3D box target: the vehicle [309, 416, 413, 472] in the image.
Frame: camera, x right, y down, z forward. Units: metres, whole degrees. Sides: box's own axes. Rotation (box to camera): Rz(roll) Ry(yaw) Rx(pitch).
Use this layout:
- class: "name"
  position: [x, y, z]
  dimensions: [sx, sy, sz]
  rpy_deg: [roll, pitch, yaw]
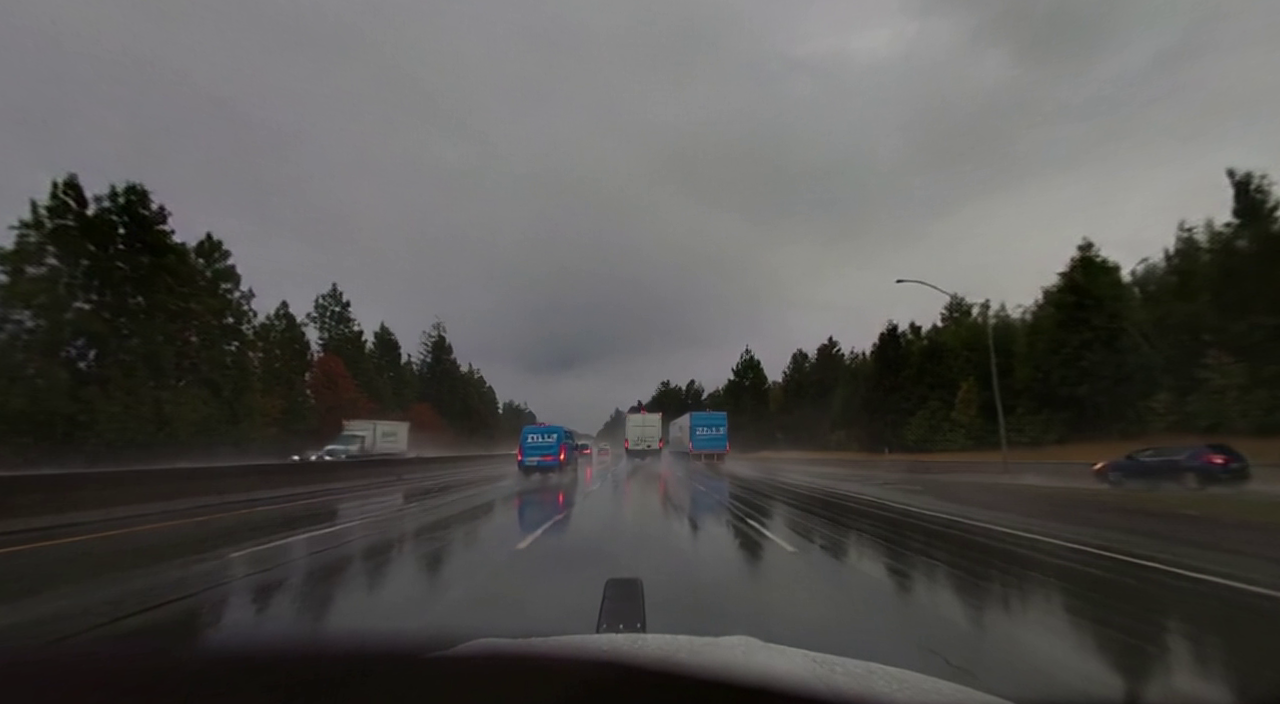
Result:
- class: "vehicle"
  position: [-20.281, 6.850, 46.774]
  dimensions: [3.281, 3.717, 9.377]
  rpy_deg: [0, -9, 1]

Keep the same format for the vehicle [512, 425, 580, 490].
- class: "vehicle"
  position: [-3.426, 3.921, 23.692]
  dimensions: [2.033, 2.234, 3.490]
  rpy_deg: [0, -9, 0]

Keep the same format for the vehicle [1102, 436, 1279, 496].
- class: "vehicle"
  position: [17.966, 3.595, 20.202]
  dimensions: [2.108, 1.659, 4.515]
  rpy_deg: [4, -10, -27]

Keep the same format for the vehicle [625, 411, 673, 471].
- class: "vehicle"
  position: [0.541, 6.861, 48.114]
  dimensions: [3.201, 4.019, 10.918]
  rpy_deg: [0, -9, -1]
